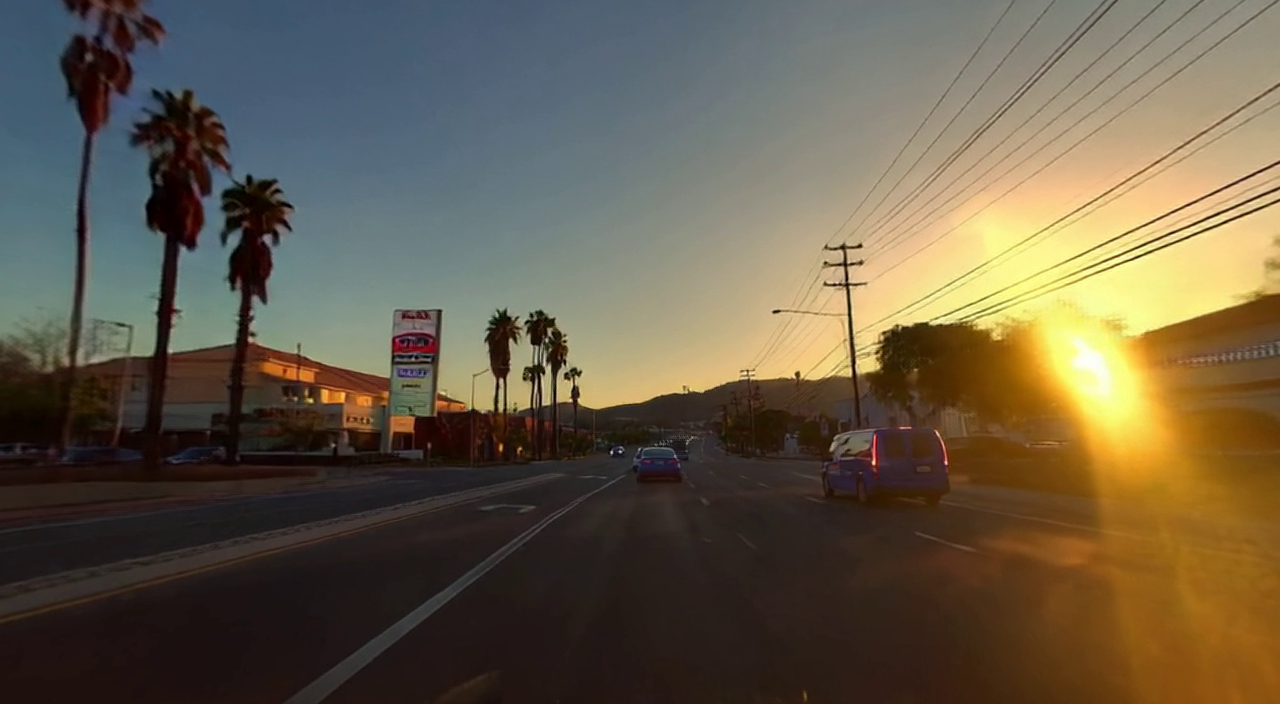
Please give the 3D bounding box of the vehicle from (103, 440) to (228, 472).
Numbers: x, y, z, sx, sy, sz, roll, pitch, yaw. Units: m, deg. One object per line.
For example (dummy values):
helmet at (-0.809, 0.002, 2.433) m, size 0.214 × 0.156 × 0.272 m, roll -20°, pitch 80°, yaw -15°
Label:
vehicle at (-24.118, 5.286, 32.123) m, size 4.942 × 1.557 × 2.032 m, roll -1°, pitch -9°, yaw 7°

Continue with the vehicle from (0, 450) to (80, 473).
vehicle at (-42.654, 7.733, 44.618) m, size 1.778 × 1.486 × 4.139 m, roll -1°, pitch -9°, yaw 9°

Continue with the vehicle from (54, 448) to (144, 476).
vehicle at (-37.120, 7.527, 43.382) m, size 1.861 × 1.516 × 4.647 m, roll -4°, pitch -7°, yaw 6°

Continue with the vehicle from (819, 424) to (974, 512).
vehicle at (6.356, 2.926, 16.286) m, size 2.107 × 1.928 × 4.471 m, roll 0°, pitch -9°, yaw 0°

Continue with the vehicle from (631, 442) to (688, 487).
vehicle at (0.795, 4.585, 25.894) m, size 2.138 × 1.672 × 4.168 m, roll 0°, pitch -9°, yaw 2°
